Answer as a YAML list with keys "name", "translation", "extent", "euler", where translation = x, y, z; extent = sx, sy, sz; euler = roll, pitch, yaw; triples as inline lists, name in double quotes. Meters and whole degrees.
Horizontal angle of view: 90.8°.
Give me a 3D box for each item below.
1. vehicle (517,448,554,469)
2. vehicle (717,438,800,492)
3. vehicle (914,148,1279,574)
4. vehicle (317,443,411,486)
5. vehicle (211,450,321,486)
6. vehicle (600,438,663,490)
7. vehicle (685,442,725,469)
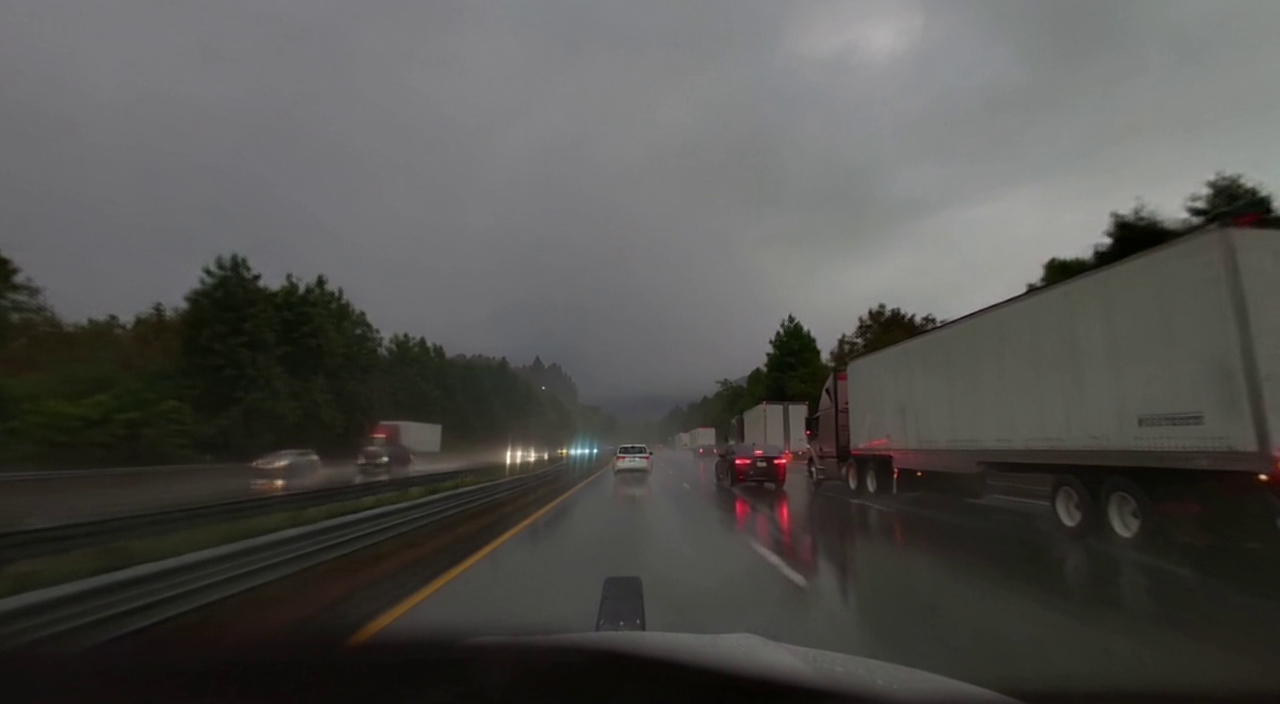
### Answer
- name: "vehicle"
  translation: [-7.671, 7.830, 46.610]
  extent: [2.002, 1.433, 3.694]
  euler: [-1, -9, 3]
- name: "vehicle"
  translation: [3.766, 3.663, 20.744]
  extent: [1.920, 1.594, 3.867]
  euler: [0, -9, 0]
- name: "vehicle"
  translation: [7.613, 0.665, 9.810]
  extent: [2.823, 4.063, 8.485]
  euler: [0, -9, 0]
- name: "vehicle"
  translation: [-11.630, 4.767, 26.949]
  extent: [2.074, 1.655, 4.124]
  euler: [0, -9, 1]
- name: "vehicle"
  translation: [-16.362, 5.058, 27.894]
  extent: [1.932, 1.433, 4.529]
  euler: [-1, -9, 2]
- name: "vehicle"
  translation: [-0.262, 3.835, 21.869]
  extent: [2.023, 1.618, 3.628]
  euler: [0, -9, 0]
- name: "vehicle"
  translation: [4.204, 6.818, 41.597]
  extent: [2.150, 1.632, 4.260]
  euler: [0, -9, 0]
